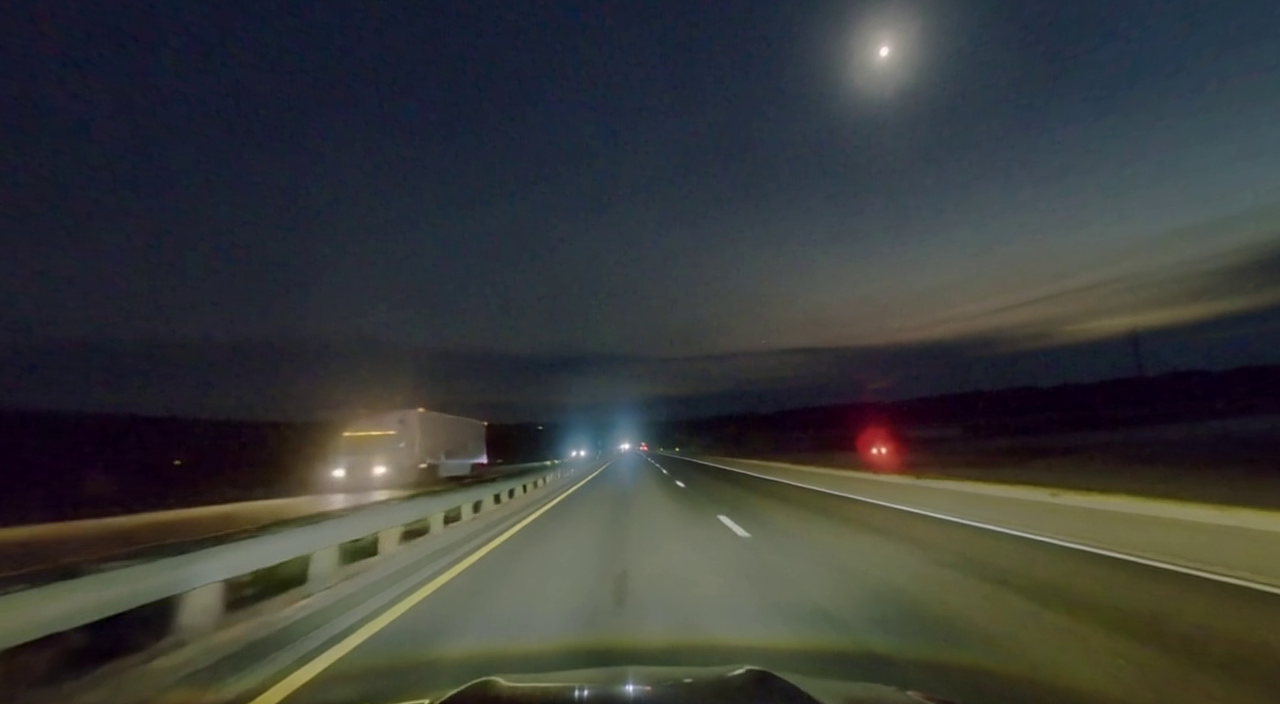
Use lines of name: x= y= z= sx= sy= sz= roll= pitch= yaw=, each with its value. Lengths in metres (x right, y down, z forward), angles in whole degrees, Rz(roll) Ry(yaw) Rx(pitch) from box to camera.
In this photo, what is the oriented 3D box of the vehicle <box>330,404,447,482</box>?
vehicle: x=-14.491 y=5.462 z=37.443 sx=2.940 sy=3.967 sz=9.843 roll=0 pitch=-9 yaw=-1
